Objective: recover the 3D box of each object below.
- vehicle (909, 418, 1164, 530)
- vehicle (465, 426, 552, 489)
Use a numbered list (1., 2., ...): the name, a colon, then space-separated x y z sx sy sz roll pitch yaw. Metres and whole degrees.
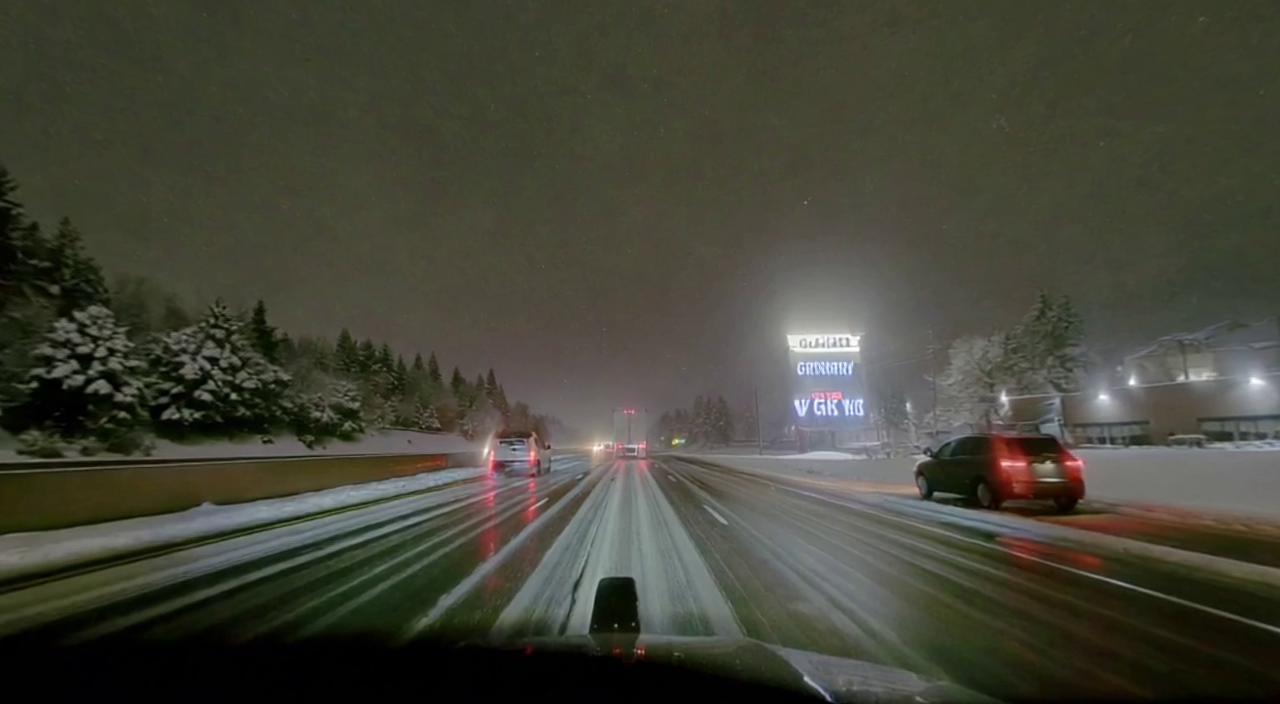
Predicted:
1. vehicle: 6.949 2.175 11.768 1.928 1.686 4.182 0 -8 -1
2. vehicle: -4.415 3.622 22.042 2.095 1.930 4.680 0 -8 -1
